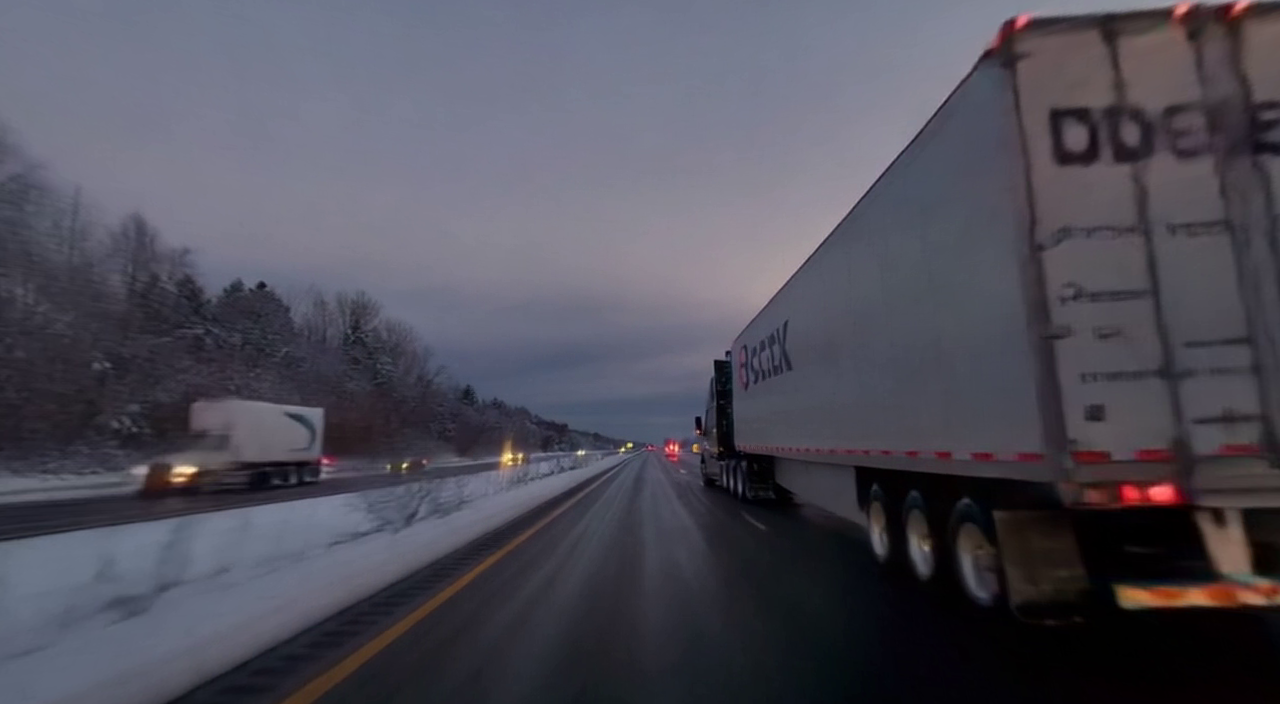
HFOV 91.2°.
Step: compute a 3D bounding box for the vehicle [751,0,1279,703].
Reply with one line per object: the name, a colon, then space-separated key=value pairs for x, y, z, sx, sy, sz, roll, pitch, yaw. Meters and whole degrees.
vehicle: x=3.768 y=0.438 z=7.742 sx=3.025 sy=4.010 sz=9.542 roll=0 pitch=-9 yaw=0
